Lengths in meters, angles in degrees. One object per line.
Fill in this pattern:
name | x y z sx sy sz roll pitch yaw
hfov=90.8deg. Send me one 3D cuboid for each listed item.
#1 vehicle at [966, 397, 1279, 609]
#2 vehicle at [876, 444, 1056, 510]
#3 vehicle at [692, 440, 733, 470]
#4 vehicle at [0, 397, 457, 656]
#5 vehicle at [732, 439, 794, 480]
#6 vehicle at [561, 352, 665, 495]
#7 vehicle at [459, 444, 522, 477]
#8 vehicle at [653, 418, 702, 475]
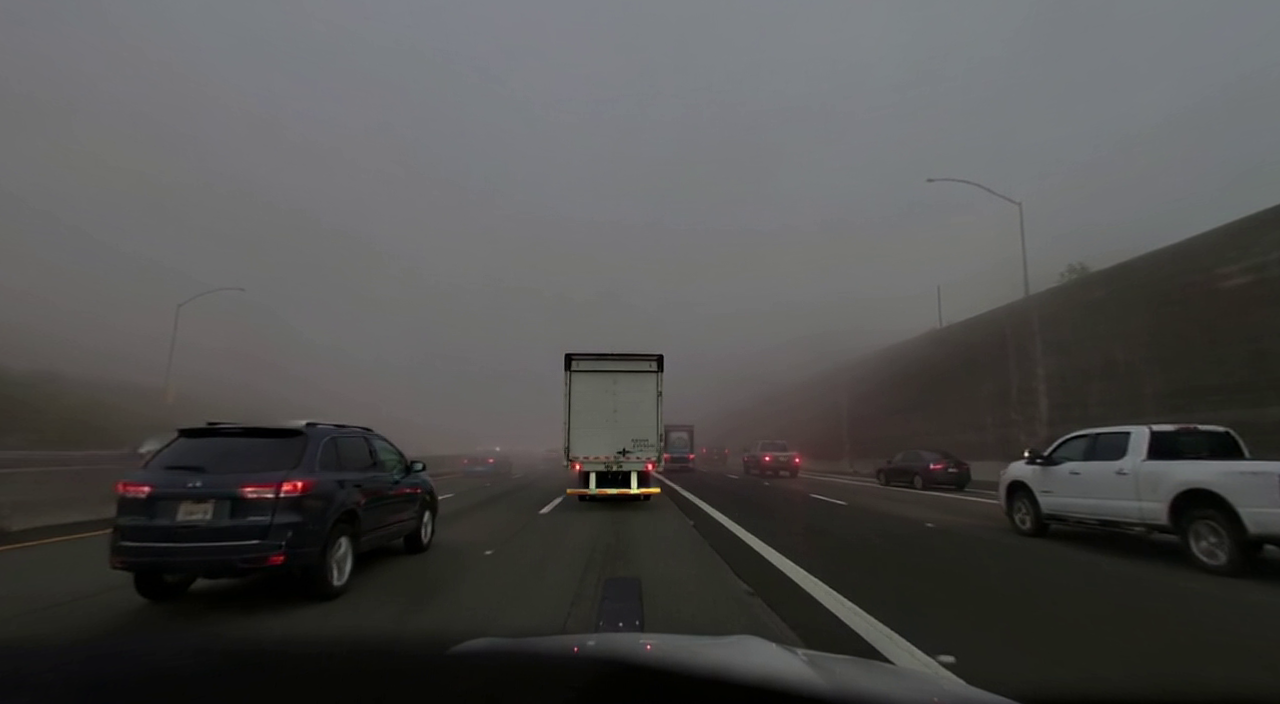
vehicle | 6.324 1.578 7.429 2.188 1.731 5.031 0 -9 -1
vehicle | 8.470 3.265 17.082 2.002 1.472 4.950 0 -9 -3
vehicle | 5.460 7.814 48.047 2.297 2.116 5.052 0 -9 -2
vehicle | -3.364 1.433 6.198 1.946 1.641 4.105 0 -9 -1
vehicle | 6.143 5.431 32.207 2.070 1.888 4.546 0 -9 -2
vehicle | -0.763 2.801 23.297 2.906 4.040 10.743 0 -9 0
vehicle | -7.303 5.353 31.404 1.973 1.471 4.779 0 -9 0
vehicle | 2.397 6.529 43.732 2.669 3.491 8.645 0 -9 -1
